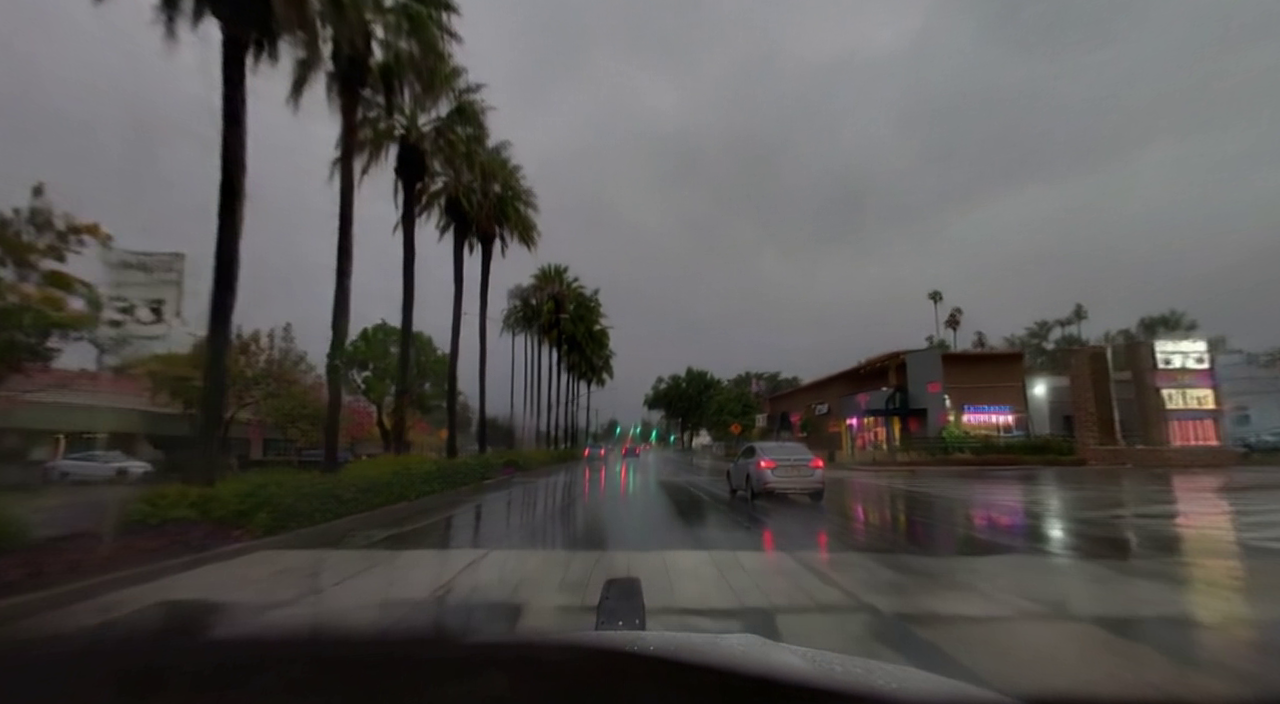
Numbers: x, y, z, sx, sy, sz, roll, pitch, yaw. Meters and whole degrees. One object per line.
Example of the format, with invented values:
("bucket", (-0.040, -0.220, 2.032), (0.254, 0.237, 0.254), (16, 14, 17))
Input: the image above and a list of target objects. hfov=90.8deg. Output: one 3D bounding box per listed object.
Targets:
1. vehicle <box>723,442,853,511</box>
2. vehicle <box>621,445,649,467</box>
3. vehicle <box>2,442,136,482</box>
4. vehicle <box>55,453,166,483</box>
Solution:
("vehicle", (3.553, 3.082, 16.186), (2.090, 1.503, 4.566), (0, -9, -2))
("vehicle", (-0.414, 8.013, 48.882), (2.102, 1.653, 3.698), (0, -9, -1))
("vehicle", (-31.995, 6.173, 35.760), (2.210, 2.068, 5.774), (0, -9, -1))
("vehicle", (-29.162, 6.402, 35.028), (1.958, 1.476, 4.576), (-2, -10, 5))
